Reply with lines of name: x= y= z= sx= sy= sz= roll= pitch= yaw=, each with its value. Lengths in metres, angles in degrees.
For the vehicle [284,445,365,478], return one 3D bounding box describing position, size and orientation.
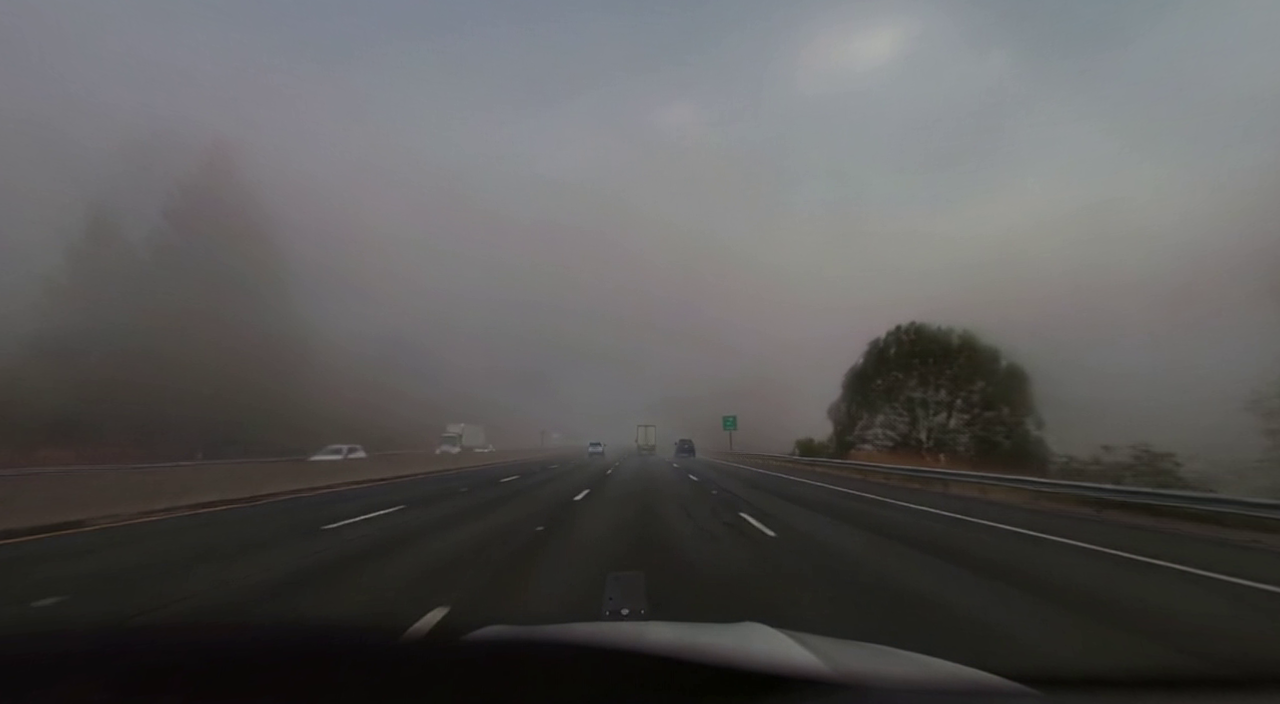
vehicle: x=-15.816 y=5.479 z=31.793 sx=1.878 sy=1.513 sz=4.210 roll=0 pitch=-8 yaw=1
